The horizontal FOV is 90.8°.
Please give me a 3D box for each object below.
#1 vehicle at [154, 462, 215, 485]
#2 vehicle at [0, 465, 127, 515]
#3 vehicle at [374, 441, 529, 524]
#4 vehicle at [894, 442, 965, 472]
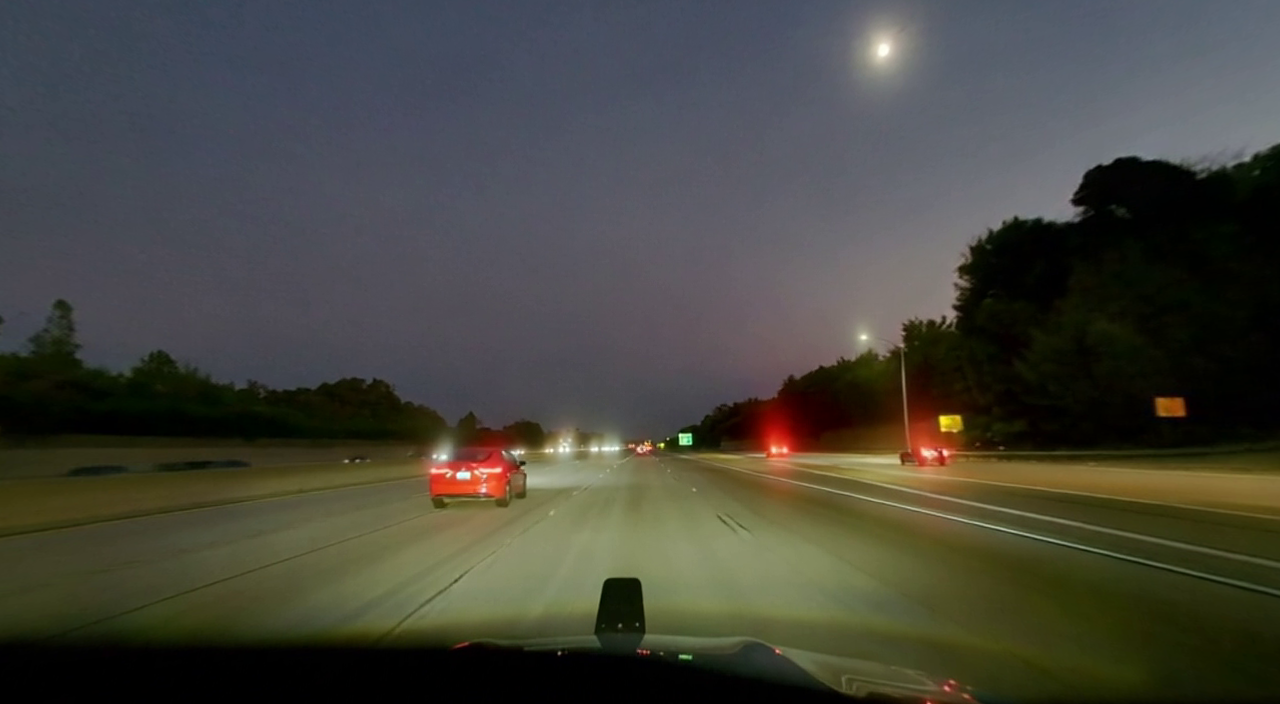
[{"bbox_3d":[-30.767,8.212,42.739,1.655,1.409,3.416,0,-9,-2],"label":"vehicle"},{"bbox_3d":[-19.888,4.592,21.315,1.701,1.412,3.968,0,-9,0],"label":"vehicle"},{"bbox_3d":[-3.770,2.675,13.554,1.873,1.438,4.546,-1,-9,1],"label":"vehicle"},{"bbox_3d":[15.154,5.500,33.250,1.805,1.427,4.447,-1,-9,3],"label":"vehicle"}]
